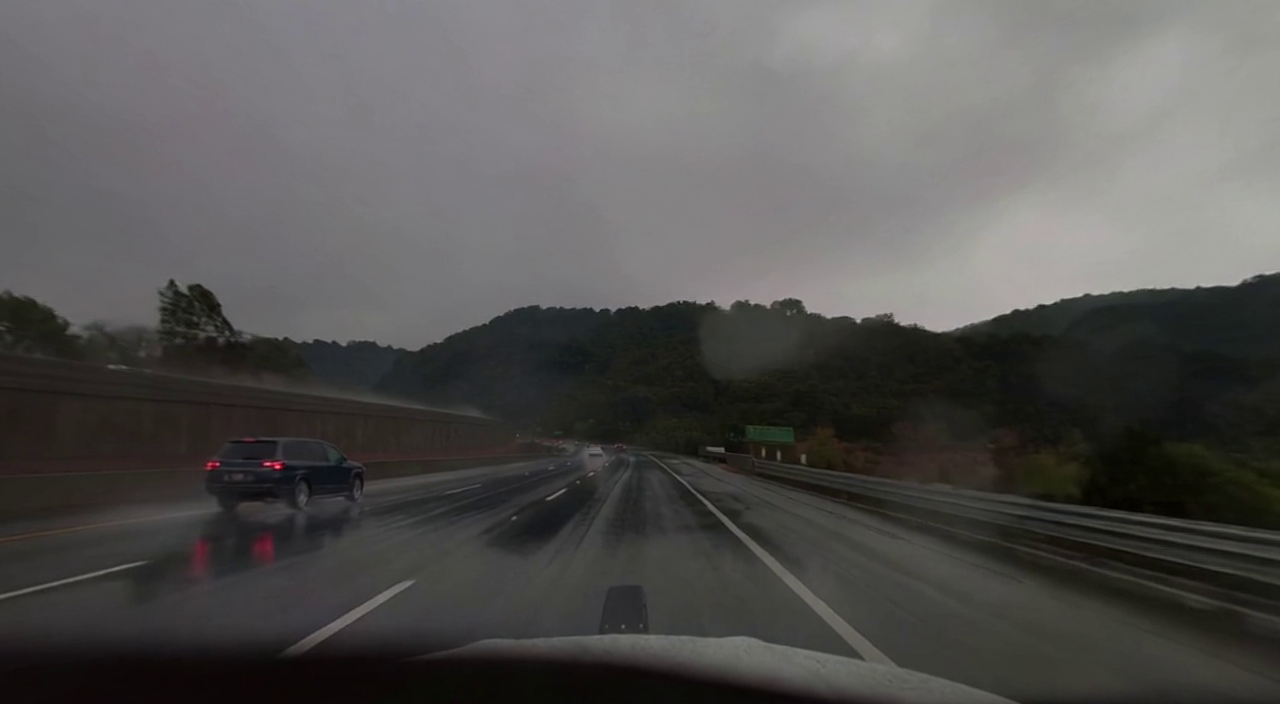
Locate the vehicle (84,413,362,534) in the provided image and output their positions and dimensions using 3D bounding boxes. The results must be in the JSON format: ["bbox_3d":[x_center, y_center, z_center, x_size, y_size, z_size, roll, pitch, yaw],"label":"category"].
[{"bbox_3d":[-7.841,2.338,12.703,2.151,1.925,4.945,0,-9,0],"label":"vehicle"}]
